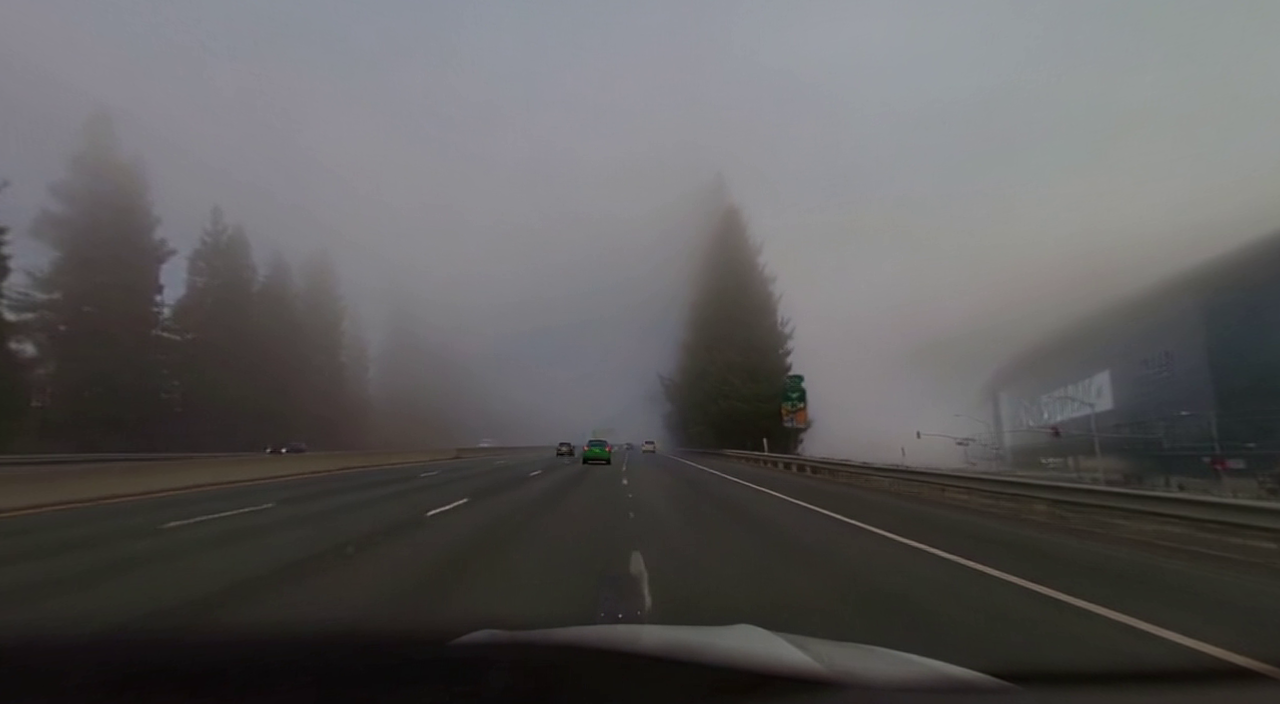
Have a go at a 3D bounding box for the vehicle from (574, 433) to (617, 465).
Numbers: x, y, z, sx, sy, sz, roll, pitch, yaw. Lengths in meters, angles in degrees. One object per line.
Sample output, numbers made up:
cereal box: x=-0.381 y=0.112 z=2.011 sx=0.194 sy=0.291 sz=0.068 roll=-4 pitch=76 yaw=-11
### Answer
vehicle: x=-2.641 y=5.888 z=38.444 sx=2.302 sy=1.810 sz=4.707 roll=0 pitch=-8 yaw=0
